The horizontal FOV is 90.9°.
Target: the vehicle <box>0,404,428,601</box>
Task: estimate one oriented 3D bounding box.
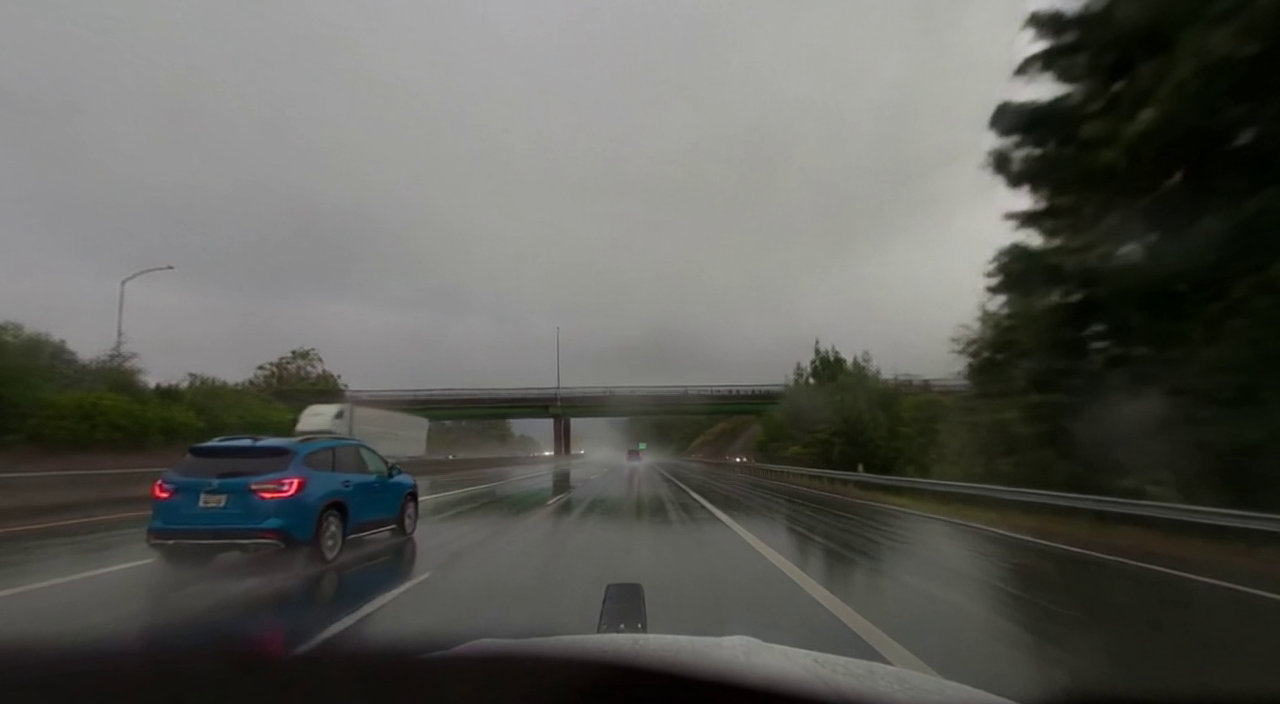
[{"bbox_3d":[-4.648,1.708,8.066,2.221,1.750,4.706,0,-9,0],"label":"vehicle"}]
